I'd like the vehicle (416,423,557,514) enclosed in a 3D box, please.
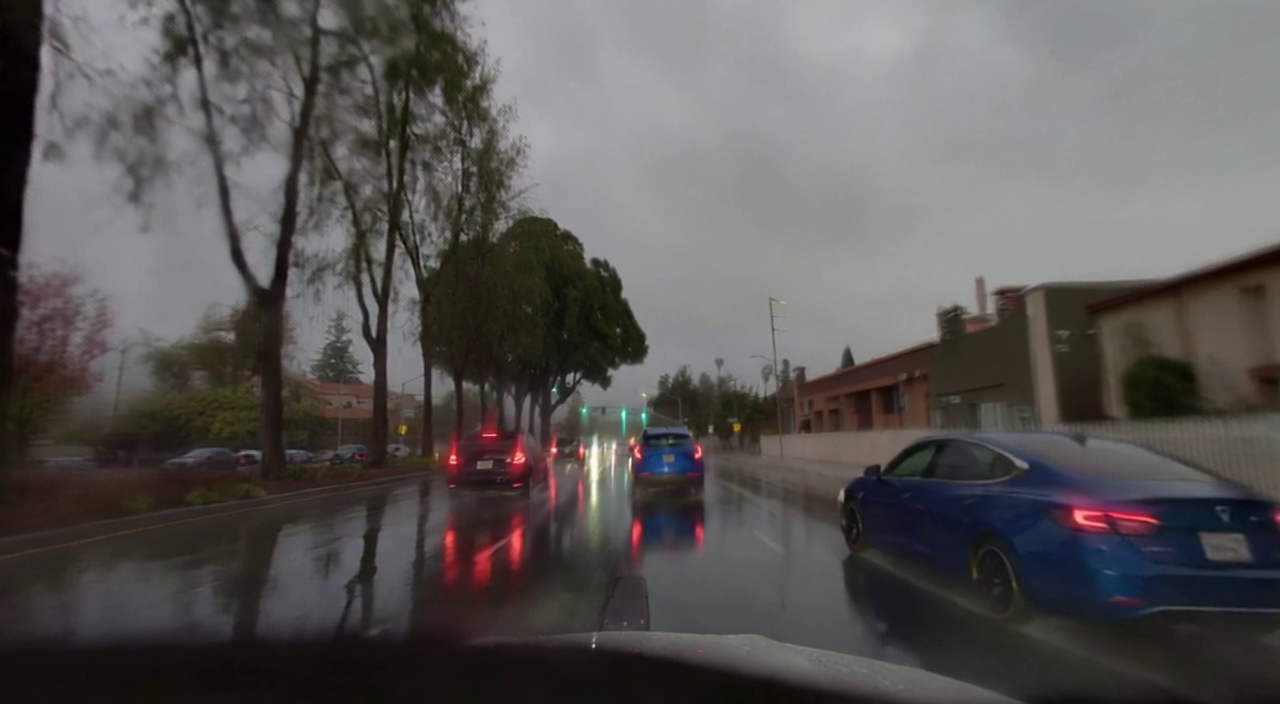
[{"bbox_3d":[-3.186,2.532,14.213,2.043,1.687,4.676,0,-8,0],"label":"vehicle"}]

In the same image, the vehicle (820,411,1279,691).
[{"bbox_3d":[3.399,1.410,5.777,2.017,1.491,4.611,0,-8,-2],"label":"vehicle"}]

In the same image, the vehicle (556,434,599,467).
[{"bbox_3d":[-3.460,5.545,35.704,2.014,1.755,4.360,0,-8,0],"label":"vehicle"}]

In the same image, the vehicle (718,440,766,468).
[{"bbox_3d":[5.752,5.823,36.118,2.010,1.486,4.498,0,-8,0],"label":"vehicle"}]

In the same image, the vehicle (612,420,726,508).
[{"bbox_3d":[0.526,2.555,14.846,2.280,1.747,4.361,0,-8,-1],"label":"vehicle"}]
